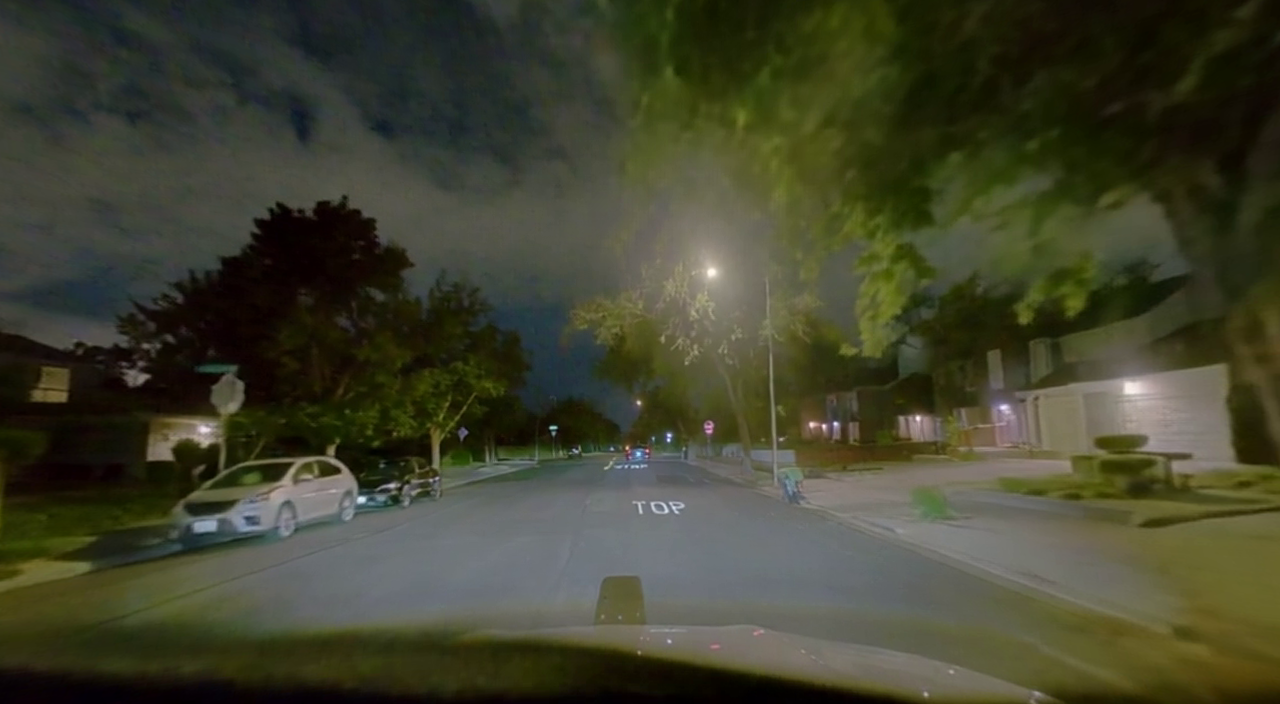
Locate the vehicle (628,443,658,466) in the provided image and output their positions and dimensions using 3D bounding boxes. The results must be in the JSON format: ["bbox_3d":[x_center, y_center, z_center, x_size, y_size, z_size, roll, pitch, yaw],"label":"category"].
[{"bbox_3d":[0.235,7.242,44.549,2.043,1.484,4.340,0,-9,0],"label":"vehicle"}]

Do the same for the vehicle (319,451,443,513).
[{"bbox_3d":[-6.945,3.494,17.370,1.789,1.481,3.957,0,-9,-1],"label":"vehicle"}]

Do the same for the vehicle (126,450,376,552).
[{"bbox_3d":[-6.999,2.668,12.098,1.972,1.543,4.622,0,-9,-2],"label":"vehicle"}]
